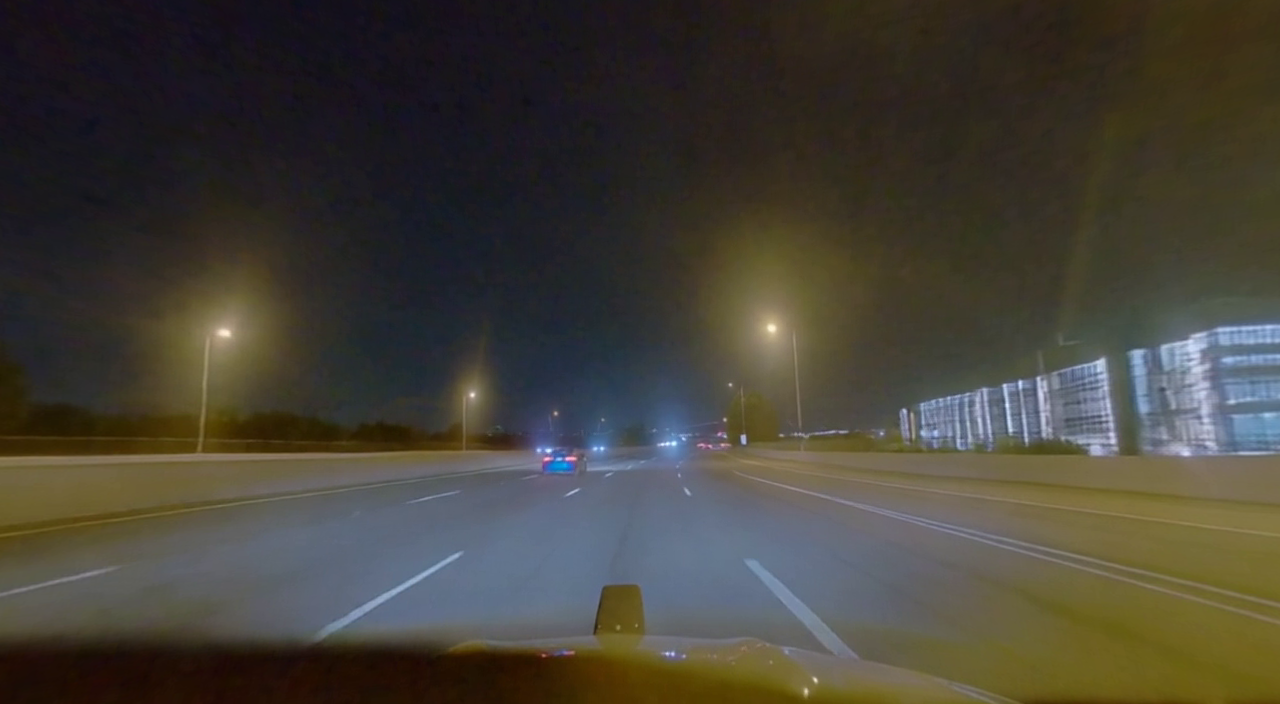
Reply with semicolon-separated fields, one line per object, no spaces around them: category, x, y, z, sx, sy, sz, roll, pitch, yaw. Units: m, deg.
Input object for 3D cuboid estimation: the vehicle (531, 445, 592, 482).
vehicle;-3.599;5.207;29.904;2.087;1.566;4.756;-1;-9;2
